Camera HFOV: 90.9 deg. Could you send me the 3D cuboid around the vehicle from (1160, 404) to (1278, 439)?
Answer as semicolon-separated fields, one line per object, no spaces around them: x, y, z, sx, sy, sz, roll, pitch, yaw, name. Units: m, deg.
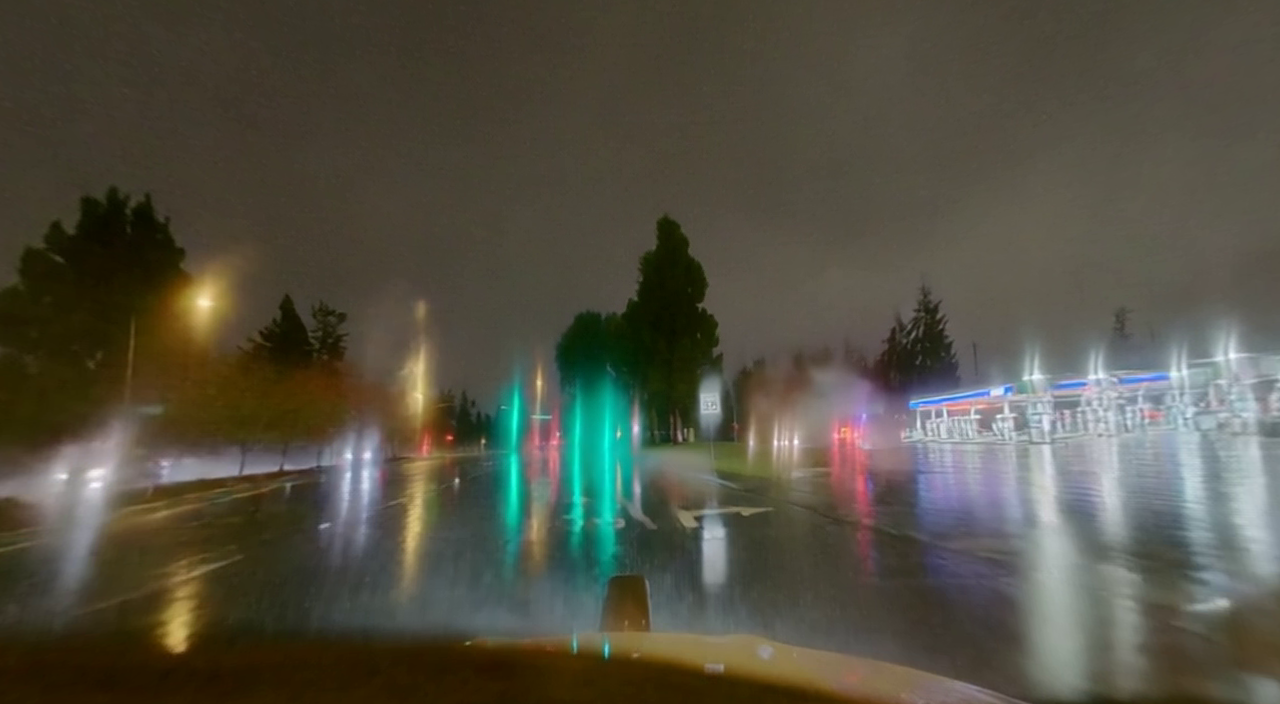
31.419;3.814;34.384;4.323;1.447;1.710;-9;-7;29;vehicle
